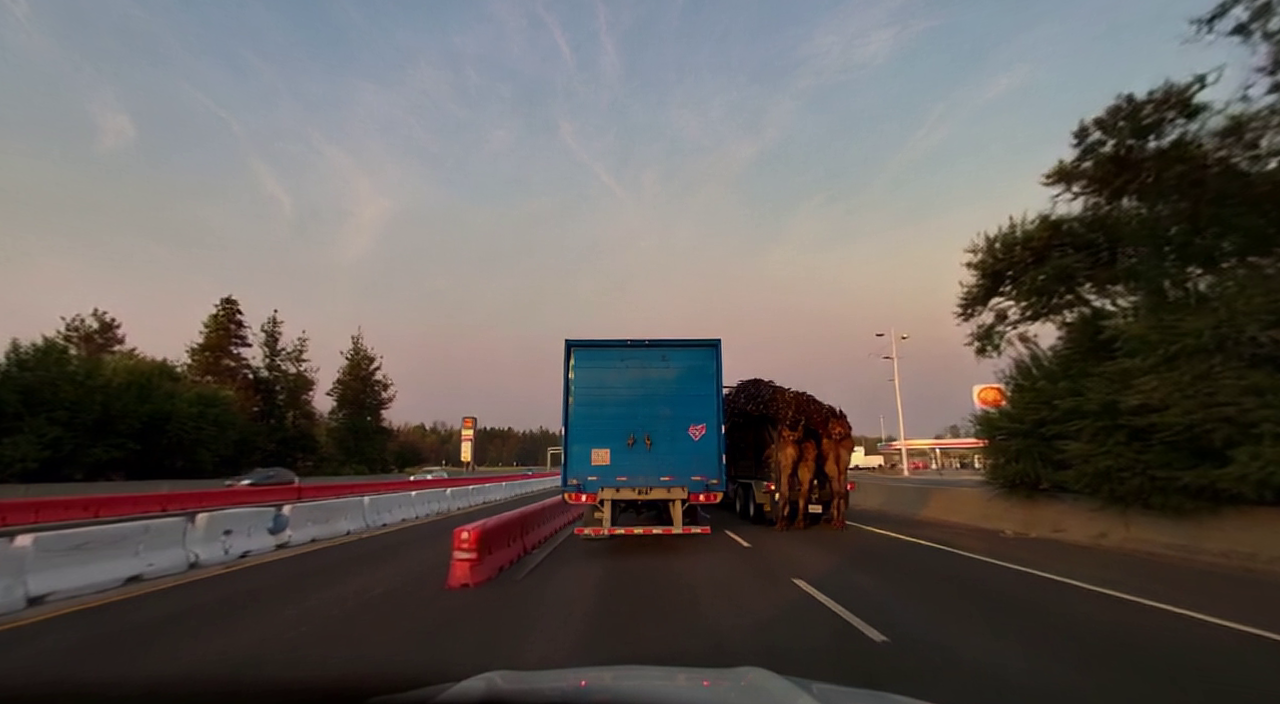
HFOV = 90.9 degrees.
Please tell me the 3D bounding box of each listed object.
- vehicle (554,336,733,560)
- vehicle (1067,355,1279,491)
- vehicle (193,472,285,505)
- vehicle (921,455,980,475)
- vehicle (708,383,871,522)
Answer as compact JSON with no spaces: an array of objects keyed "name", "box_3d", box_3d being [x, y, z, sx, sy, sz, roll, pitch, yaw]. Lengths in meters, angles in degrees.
[{"name":"vehicle","box_3d":[0.025,2.172,13.748,2.618,3.306,8.676,1,-10,0]},{"name":"vehicle","box_3d":[20.833,2.632,21.687,2.771,4.075,13.513,1,-10,0]},{"name":"vehicle","box_3d":[-20.885,7.097,33.051,1.890,1.520,4.342,1,-10,0]},{"name":"vehicle","box_3d":[24.503,8.977,49.932,1.762,1.470,4.485,3,-11,-11]},{"name":"vehicle","box_3d":[4.455,3.495,21.477,2.936,3.640,9.443,1,-10,-2]}]
